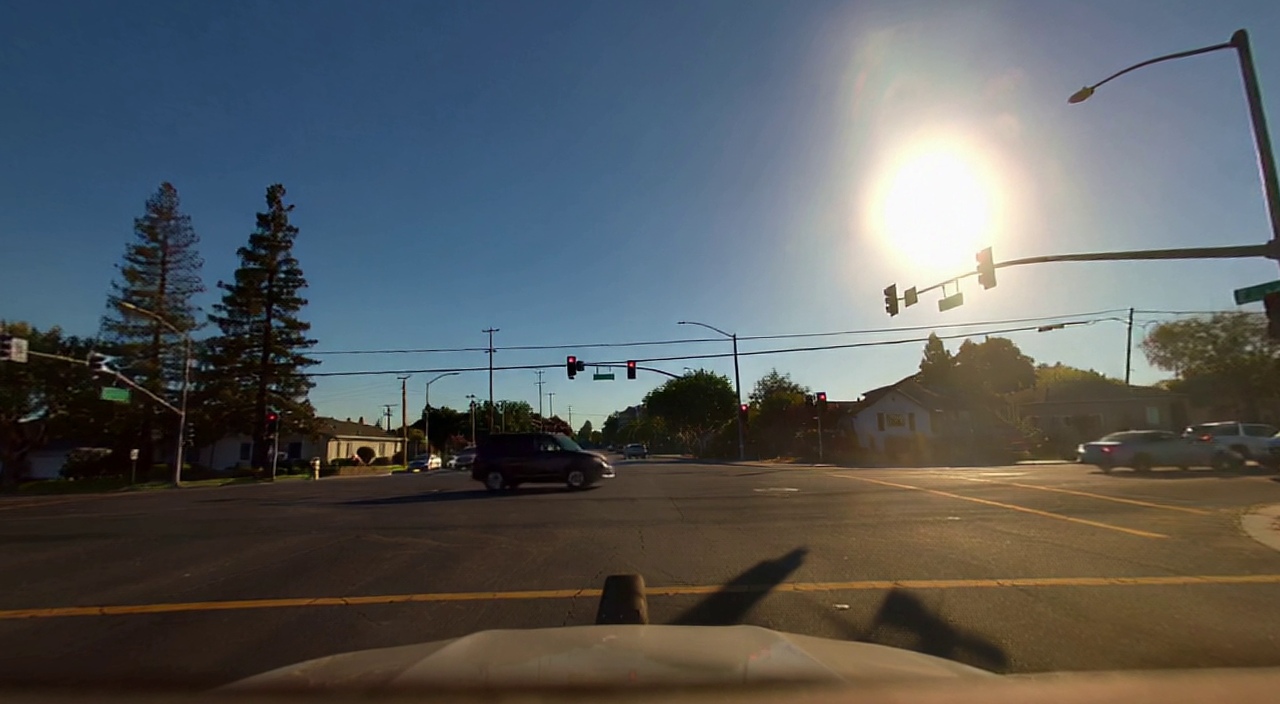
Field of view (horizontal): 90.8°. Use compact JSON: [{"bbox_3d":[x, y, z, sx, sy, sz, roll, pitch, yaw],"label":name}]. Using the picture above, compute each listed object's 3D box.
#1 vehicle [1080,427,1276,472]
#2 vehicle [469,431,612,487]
[{"bbox_3d":[18.280,3.333,21.659,4.823,1.449,2.017,0,-9,0],"label":"vehicle"},{"bbox_3d":[-3.203,3.554,21.103,4.431,1.739,1.935,0,-9,0],"label":"vehicle"}]
